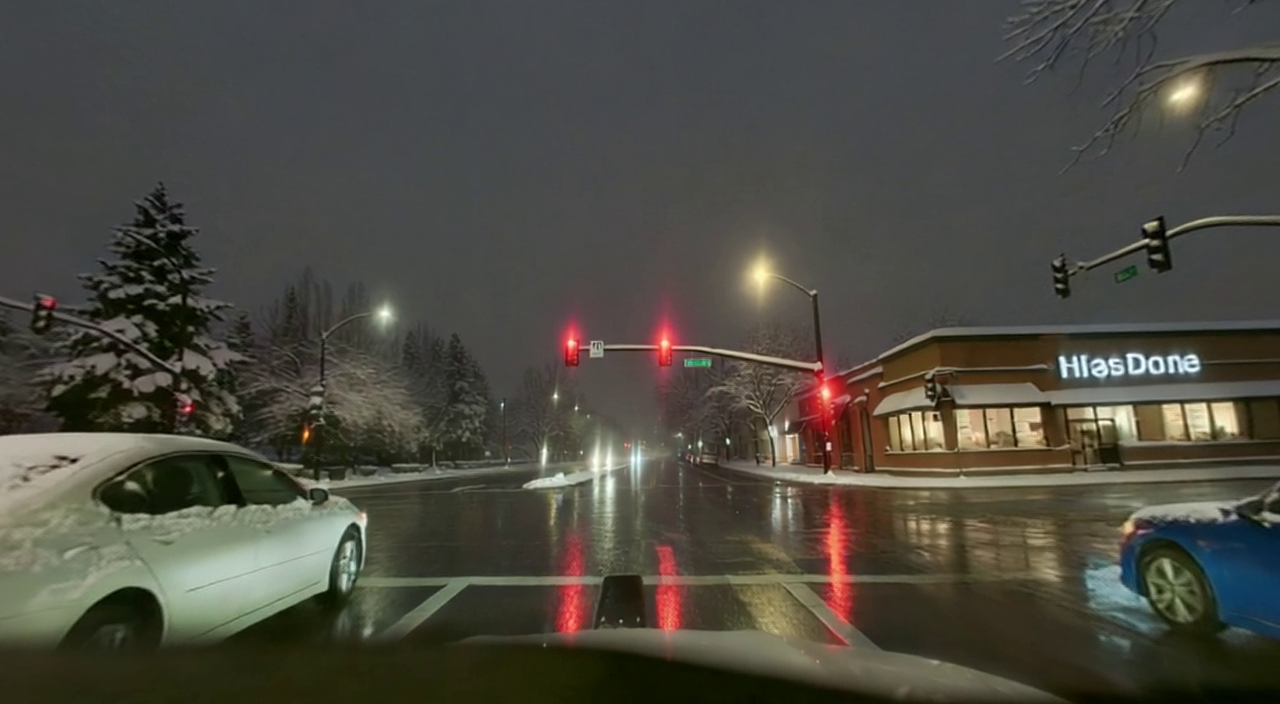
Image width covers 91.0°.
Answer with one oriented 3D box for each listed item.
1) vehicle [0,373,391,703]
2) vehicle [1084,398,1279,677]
[{"bbox_3d":[-3.491,1.139,4.059,1.947,1.627,4.248,0,-9,1],"label":"vehicle"},{"bbox_3d":[4.850,1.015,3.112,2.039,1.655,4.495,0,-9,1],"label":"vehicle"}]
